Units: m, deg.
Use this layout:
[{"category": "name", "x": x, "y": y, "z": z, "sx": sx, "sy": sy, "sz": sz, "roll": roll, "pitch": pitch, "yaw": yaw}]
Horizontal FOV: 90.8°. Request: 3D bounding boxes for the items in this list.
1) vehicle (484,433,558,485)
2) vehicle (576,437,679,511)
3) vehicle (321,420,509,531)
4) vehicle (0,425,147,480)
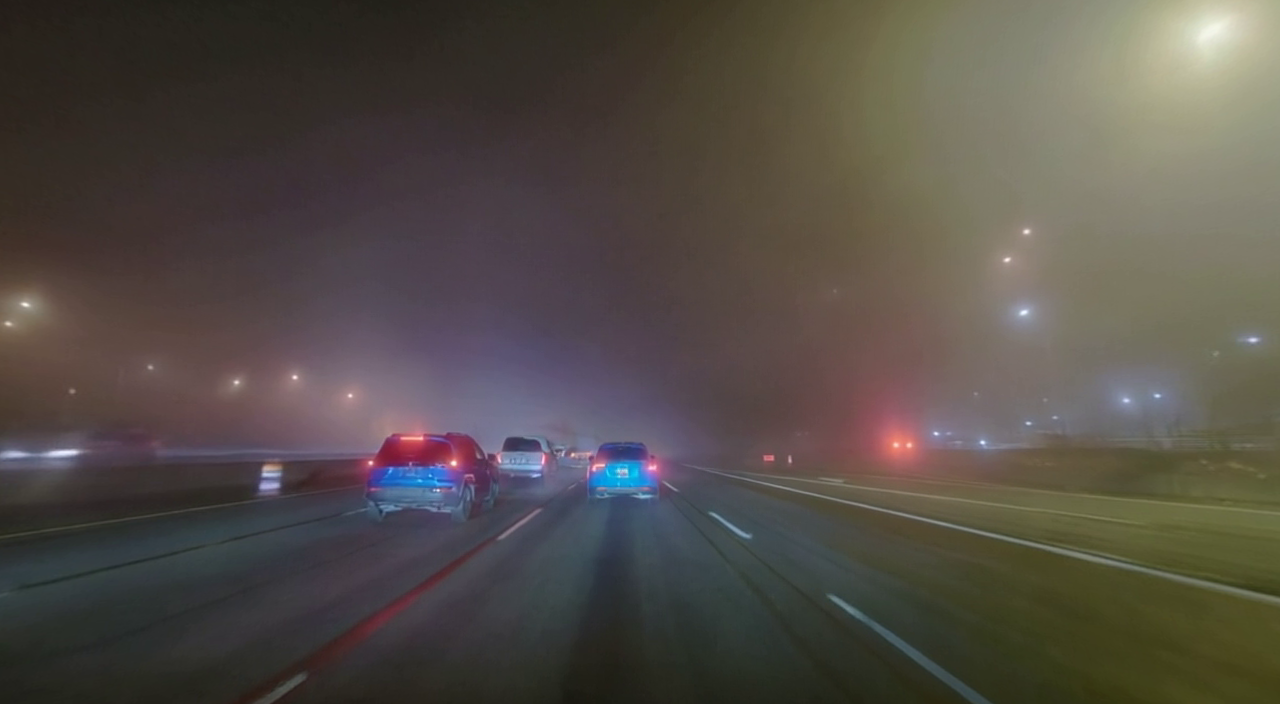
[{"category": "vehicle", "x": -4.269, "y": 3.901, "z": 23.267, "sx": 1.982, "sy": 1.727, "sz": 4.057, "roll": 0, "pitch": -9, "yaw": -1}, {"category": "vehicle", "x": -0.315, "y": 2.763, "z": 14.795, "sx": 2.069, "sy": 1.484, "sz": 3.982, "roll": 0, "pitch": -9, "yaw": -2}, {"category": "vehicle", "x": -3.924, "y": 2.224, "z": 11.925, "sx": 2.025, "sy": 1.708, "sz": 4.089, "roll": 0, "pitch": -9, "yaw": 0}, {"category": "vehicle", "x": -17.602, "y": 3.028, "z": 19.114, "sx": 1.857, "sy": 1.458, "sz": 4.406, "roll": 0, "pitch": -9, "yaw": -1}]
